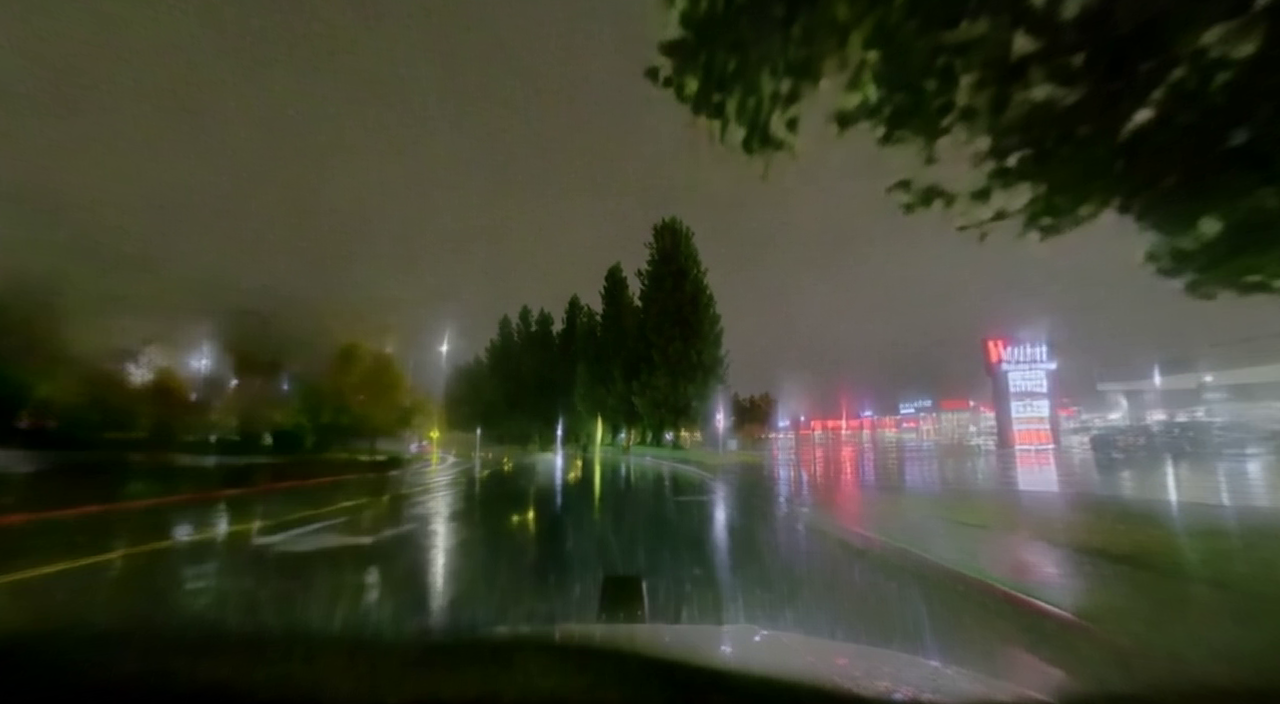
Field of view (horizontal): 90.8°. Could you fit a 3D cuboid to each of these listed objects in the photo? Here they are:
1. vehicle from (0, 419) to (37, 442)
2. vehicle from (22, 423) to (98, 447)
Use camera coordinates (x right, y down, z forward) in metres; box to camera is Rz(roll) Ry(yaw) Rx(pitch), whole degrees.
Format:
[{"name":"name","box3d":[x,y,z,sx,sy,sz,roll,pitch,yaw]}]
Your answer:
[{"name":"vehicle","box3d":[-50.144,6.172,49.569,1.920,1.729,4.303,1,-8,-11]},{"name":"vehicle","box3d":[-40.987,5.879,44.773,1.837,1.642,4.345,2,-8,-10]}]
